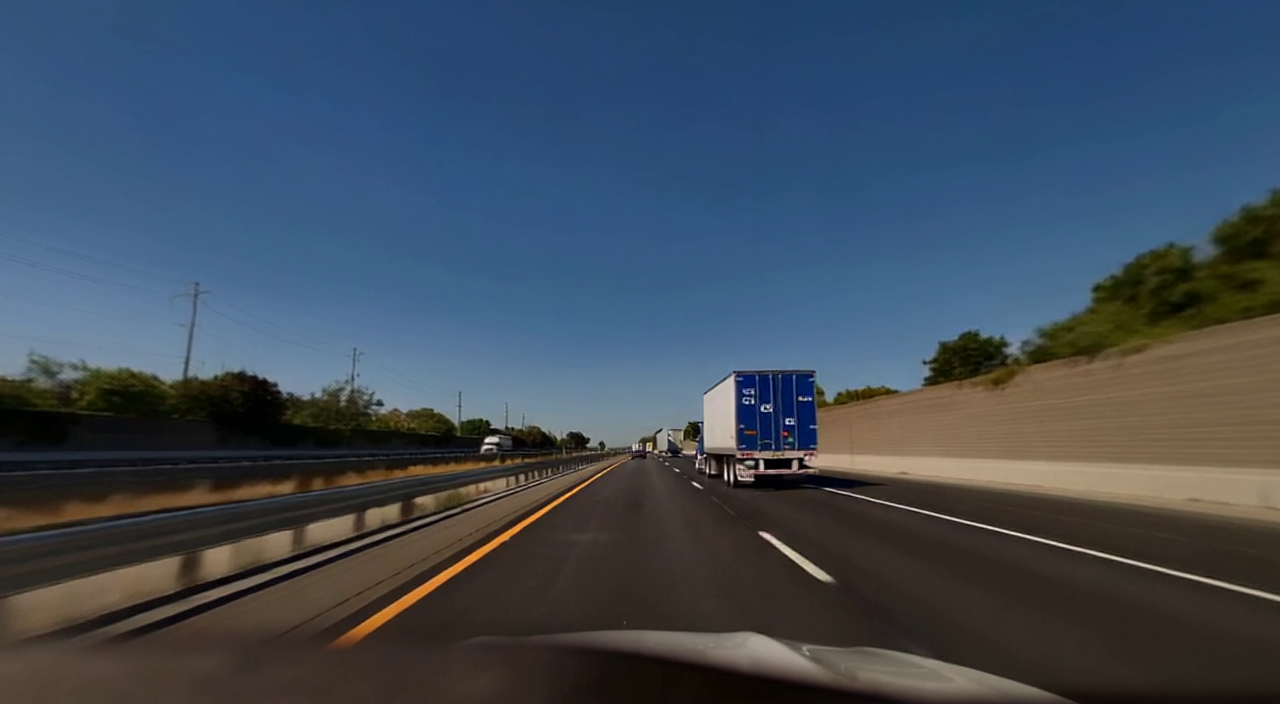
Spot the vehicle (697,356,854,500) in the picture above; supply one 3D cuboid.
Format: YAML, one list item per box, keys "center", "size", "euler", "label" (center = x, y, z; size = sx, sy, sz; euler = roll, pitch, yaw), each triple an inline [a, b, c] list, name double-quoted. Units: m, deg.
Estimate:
- center: [3.951, 2.736, 21.442]
  size: [3.107, 3.718, 10.231]
  euler: [0, -9, 0]
  label: "vehicle"
